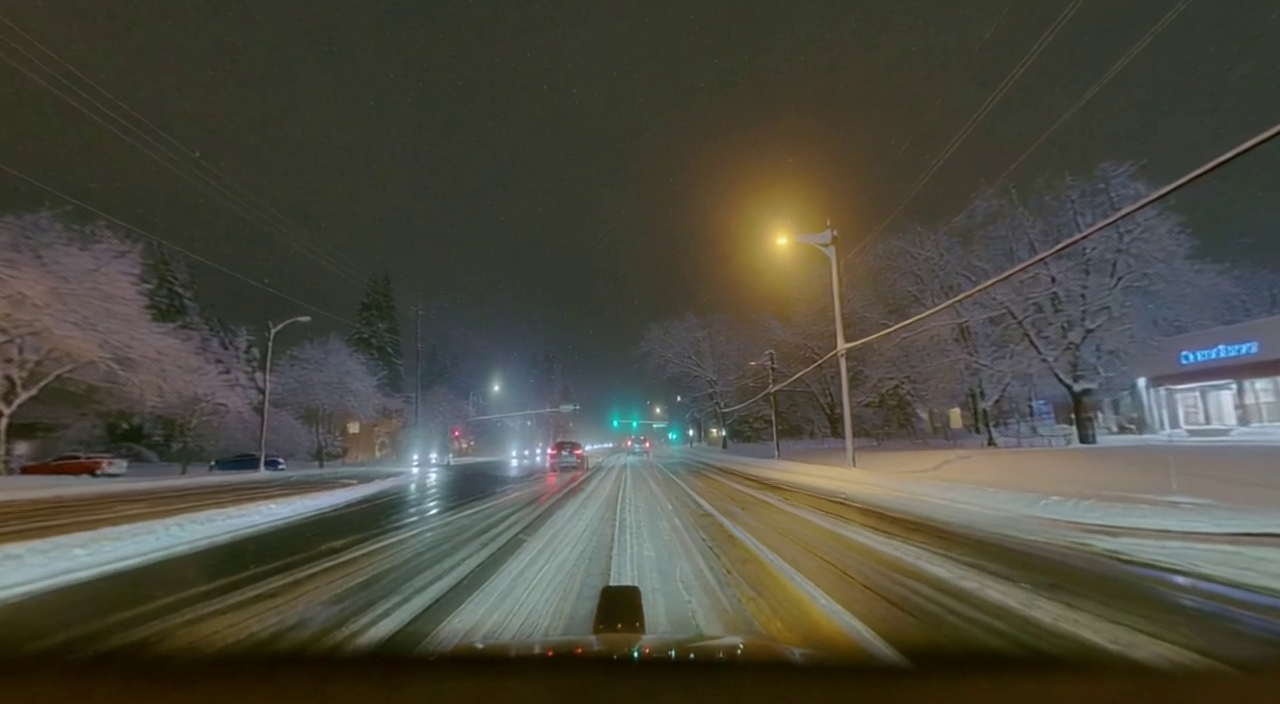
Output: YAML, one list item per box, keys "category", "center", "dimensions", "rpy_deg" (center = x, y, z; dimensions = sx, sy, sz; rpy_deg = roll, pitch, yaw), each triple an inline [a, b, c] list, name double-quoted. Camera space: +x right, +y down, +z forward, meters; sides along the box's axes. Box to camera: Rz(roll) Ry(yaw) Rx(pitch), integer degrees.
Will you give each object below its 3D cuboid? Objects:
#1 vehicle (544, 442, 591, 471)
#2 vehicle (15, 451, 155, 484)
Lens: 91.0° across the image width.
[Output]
- category: "vehicle"
  center: [-3.938, 5.748, 34.814]
  dimensions: [2.076, 1.444, 4.328]
  rpy_deg: [0, -9, 0]
- category: "vehicle"
  center: [-33.945, 7.064, 38.647]
  dimensions: [6.134, 1.918, 2.296]
  rpy_deg: [0, -9, -4]
